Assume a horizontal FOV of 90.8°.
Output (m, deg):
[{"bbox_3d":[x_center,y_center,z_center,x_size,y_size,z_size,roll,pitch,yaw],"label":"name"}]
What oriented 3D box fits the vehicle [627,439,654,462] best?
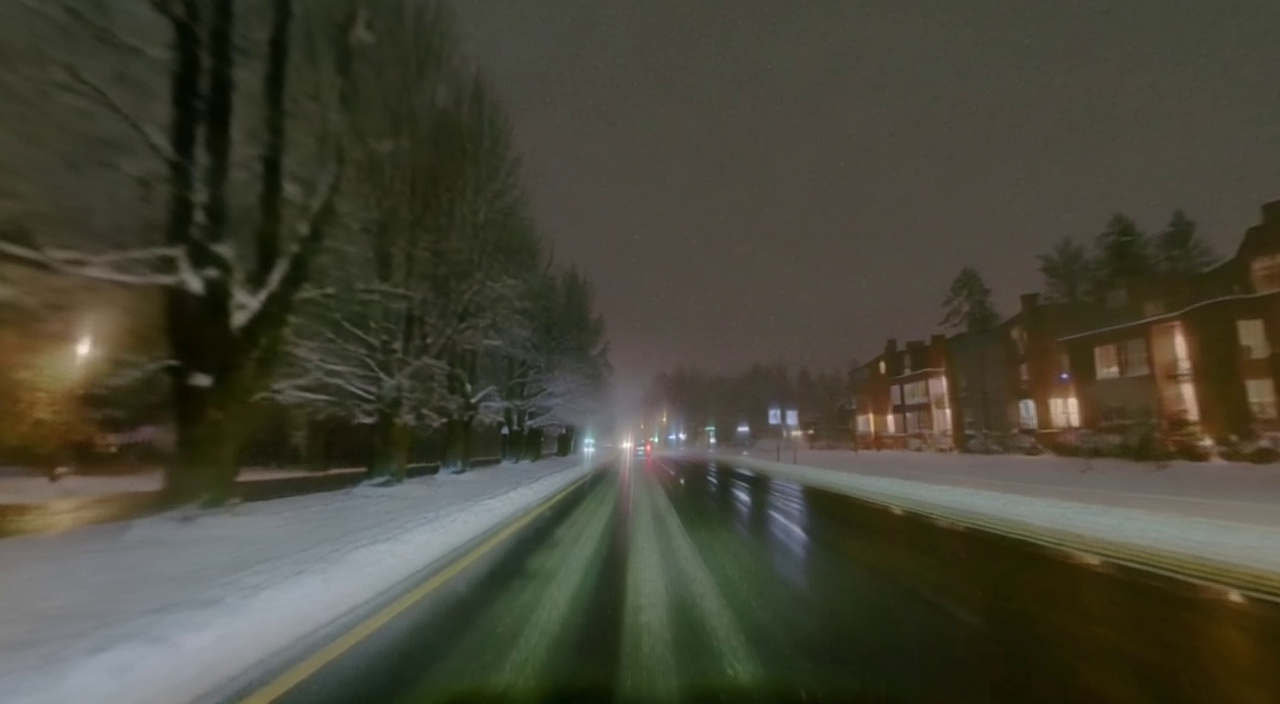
[{"bbox_3d":[0.036,7.762,49.905,2.016,1.665,3.932,0,-8,0],"label":"vehicle"}]
